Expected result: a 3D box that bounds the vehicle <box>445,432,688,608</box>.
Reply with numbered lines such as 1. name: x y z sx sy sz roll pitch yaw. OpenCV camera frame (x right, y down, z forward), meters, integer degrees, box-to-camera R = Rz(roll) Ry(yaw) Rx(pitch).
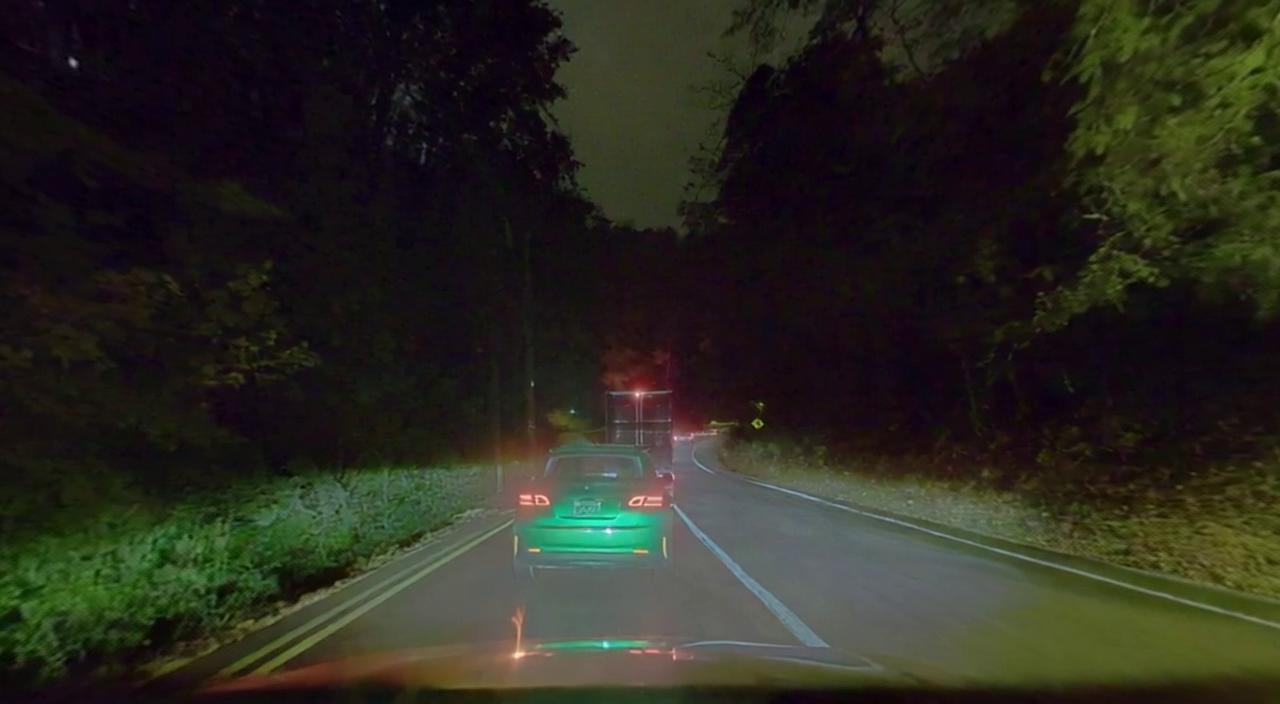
1. vehicle: -0.622 1.754 7.510 2.076 1.490 4.078 0 -9 0
